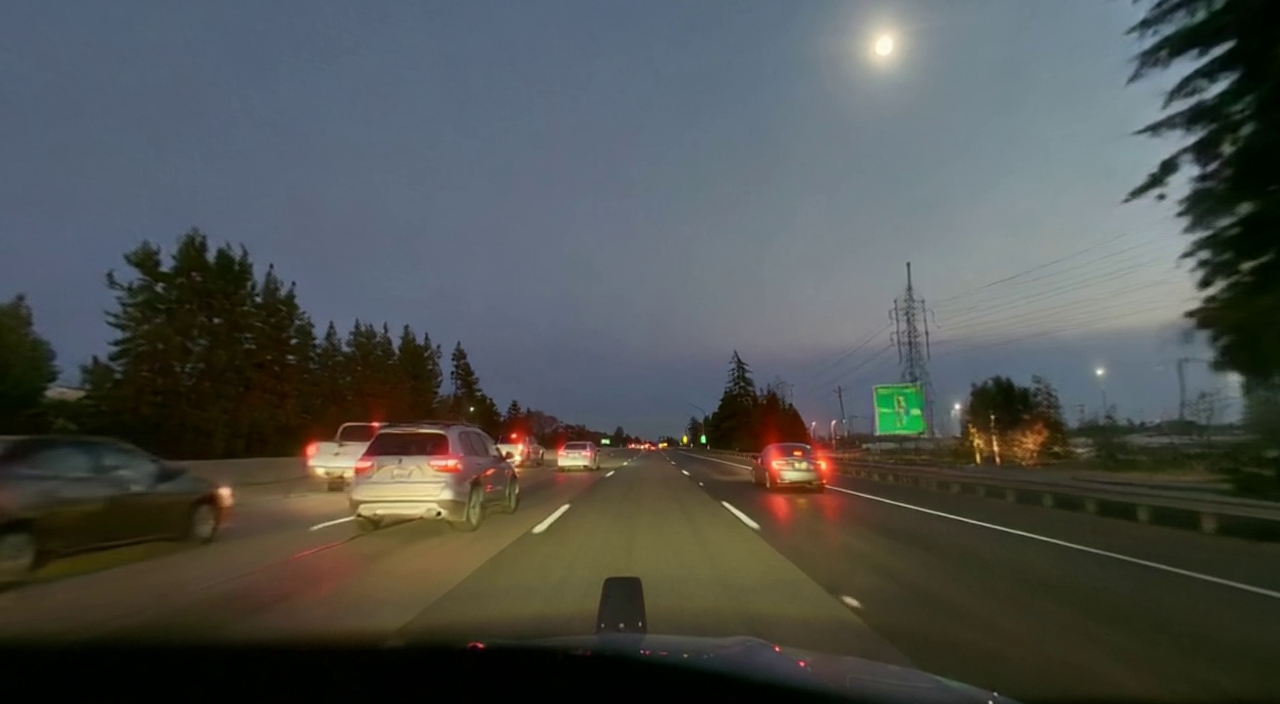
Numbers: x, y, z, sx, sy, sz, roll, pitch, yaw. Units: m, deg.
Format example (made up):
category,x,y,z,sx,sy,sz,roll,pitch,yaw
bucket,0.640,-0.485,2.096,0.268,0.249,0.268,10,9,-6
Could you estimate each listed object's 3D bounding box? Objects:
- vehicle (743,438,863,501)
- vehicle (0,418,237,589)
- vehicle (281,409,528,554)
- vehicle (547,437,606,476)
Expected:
category,x,y,z,sx,sy,sz,roll,pitch,yaw
vehicle,4.255,3.136,17.331,2.022,1.472,4.678,0,-8,0
vehicle,-6.860,1.502,6.579,2.049,1.544,4.866,0,-8,1
vehicle,-3.337,1.938,10.160,2.133,1.775,4.530,0,-8,1
vehicle,-2.873,4.864,29.577,2.133,1.668,4.505,0,-8,2
